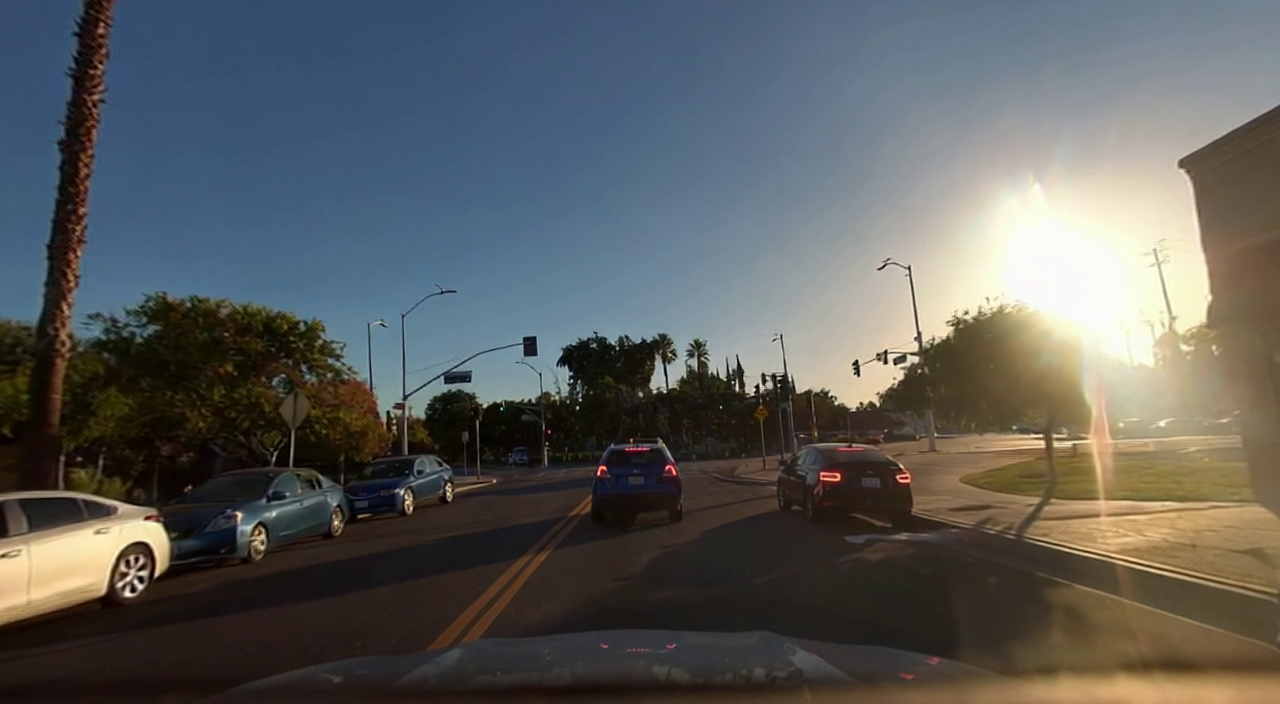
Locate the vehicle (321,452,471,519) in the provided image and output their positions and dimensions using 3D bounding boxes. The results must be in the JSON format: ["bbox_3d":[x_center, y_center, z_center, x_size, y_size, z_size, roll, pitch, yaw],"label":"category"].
[{"bbox_3d":[-6.362,3.498,17.143,2.105,1.469,4.693,0,-8,1],"label":"vehicle"}]

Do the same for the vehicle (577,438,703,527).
[{"bbox_3d":[-0.013,2.449,12.449,2.060,1.452,4.078,0,-8,0],"label":"vehicle"}]

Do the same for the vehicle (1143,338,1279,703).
[{"bbox_3d":[3.598,0.554,0.543,2.099,1.786,5.198,0,-8,1],"label":"vehicle"}]

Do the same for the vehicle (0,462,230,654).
[{"bbox_3d":[-6.172,1.809,5.704,1.850,1.482,4.454,0,-8,1],"label":"vehicle"}]

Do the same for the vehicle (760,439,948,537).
[{"bbox_3d":[3.569,2.325,11.503,1.821,1.417,4.454,0,-8,-1],"label":"vehicle"}]
